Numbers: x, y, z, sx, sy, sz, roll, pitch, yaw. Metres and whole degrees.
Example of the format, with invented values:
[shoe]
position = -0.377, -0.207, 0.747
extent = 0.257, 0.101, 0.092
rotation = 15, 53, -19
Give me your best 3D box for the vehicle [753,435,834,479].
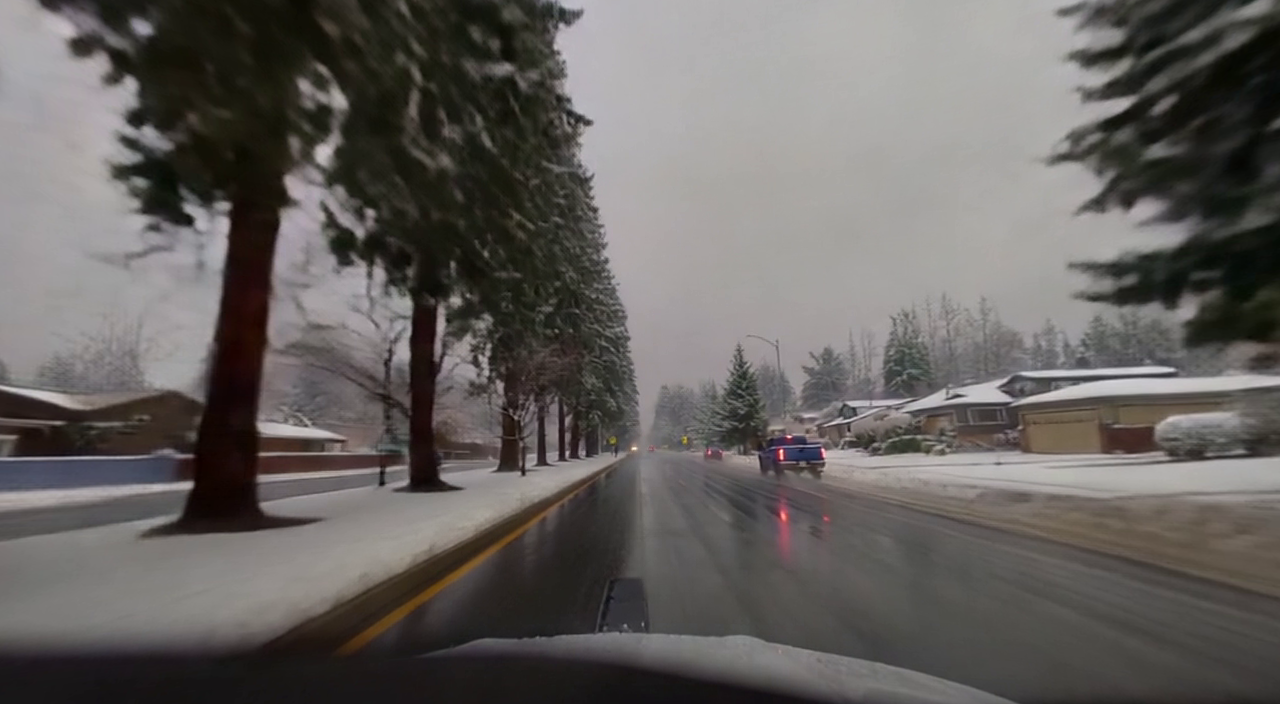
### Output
[vehicle]
position = 6.832, 4.762, 28.791
extent = 2.262, 1.769, 5.666
rotation = 0, -9, 0
